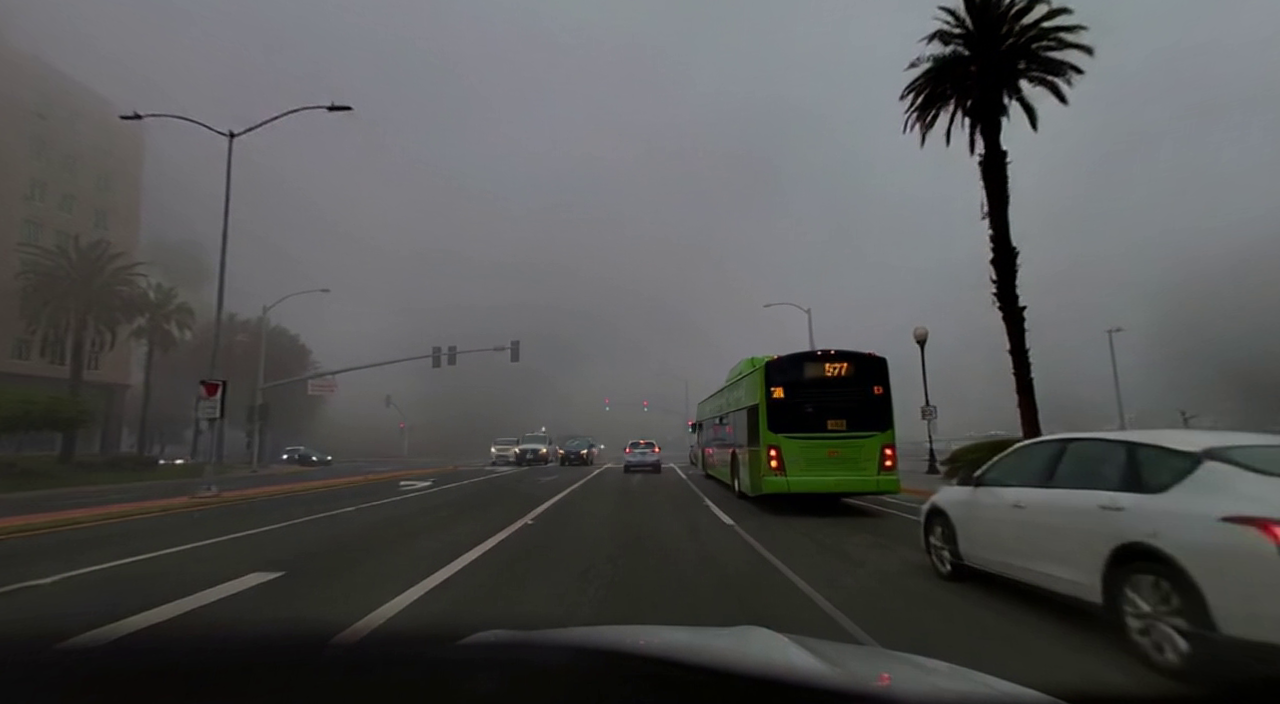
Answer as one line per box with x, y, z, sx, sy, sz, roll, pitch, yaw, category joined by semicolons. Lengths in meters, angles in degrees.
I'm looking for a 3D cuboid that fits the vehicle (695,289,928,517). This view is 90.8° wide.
3.564;1.857;17.886;2.970;4.015;13.606;0;-9;1;vehicle

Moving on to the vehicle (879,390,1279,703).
3.606;1.170;4.260;1.965;1.519;5.078;0;-9;0;vehicle

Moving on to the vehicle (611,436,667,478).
-0.012;4.167;25.243;2.060;1.499;3.831;0;-9;1;vehicle

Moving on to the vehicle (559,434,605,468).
-3.156;5.494;35.216;2.020;1.721;4.366;-1;-9;2;vehicle

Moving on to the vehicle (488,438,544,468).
-6.780;5.581;35.041;1.927;1.480;4.832;-1;-9;2;vehicle
